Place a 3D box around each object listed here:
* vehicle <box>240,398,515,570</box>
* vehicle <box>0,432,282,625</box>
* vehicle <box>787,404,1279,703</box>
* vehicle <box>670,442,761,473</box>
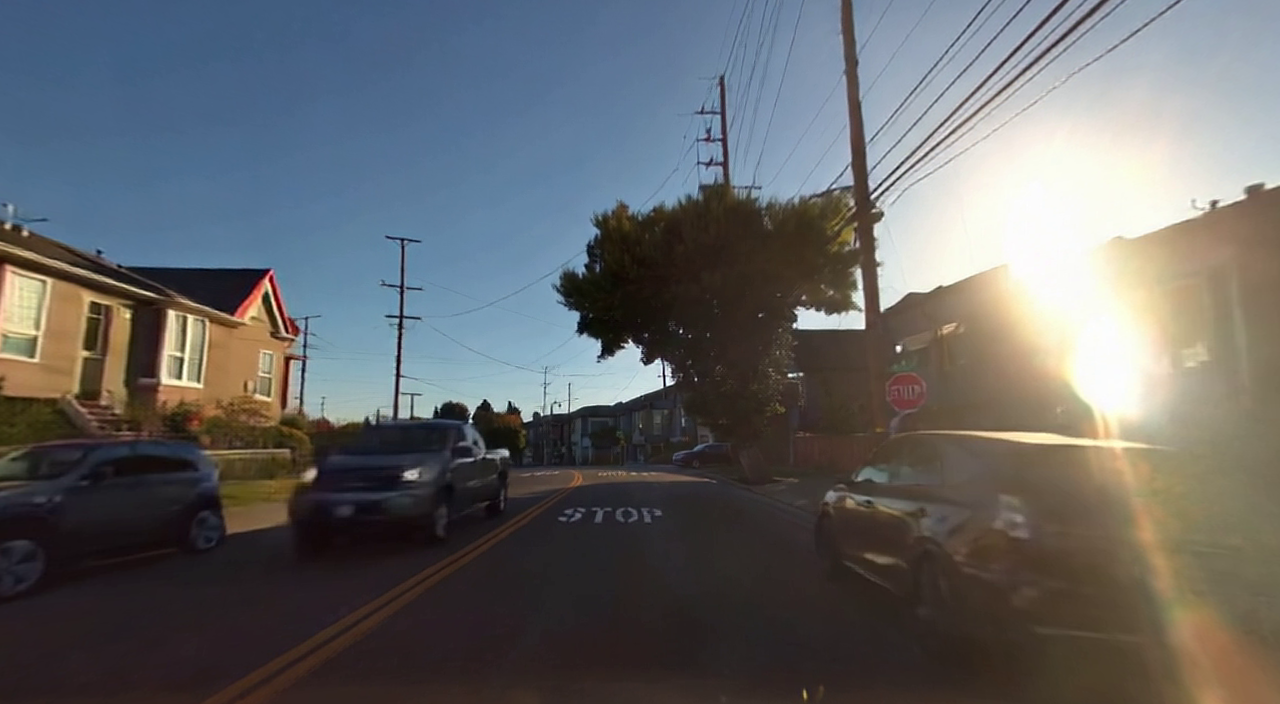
[{"bbox_3d":[-3.488,1.858,9.636,2.277,1.970,4.512,0,-9,-1],"label":"vehicle"},{"bbox_3d":[-6.841,1.900,7.718,2.156,1.728,4.619,-2,-8,2],"label":"vehicle"},{"bbox_3d":[2.729,1.325,4.961,2.080,1.531,4.415,0,-9,0],"label":"vehicle"},{"bbox_3d":[5.027,7.069,42.322,5.578,1.842,2.300,4,-10,-12],"label":"vehicle"}]
